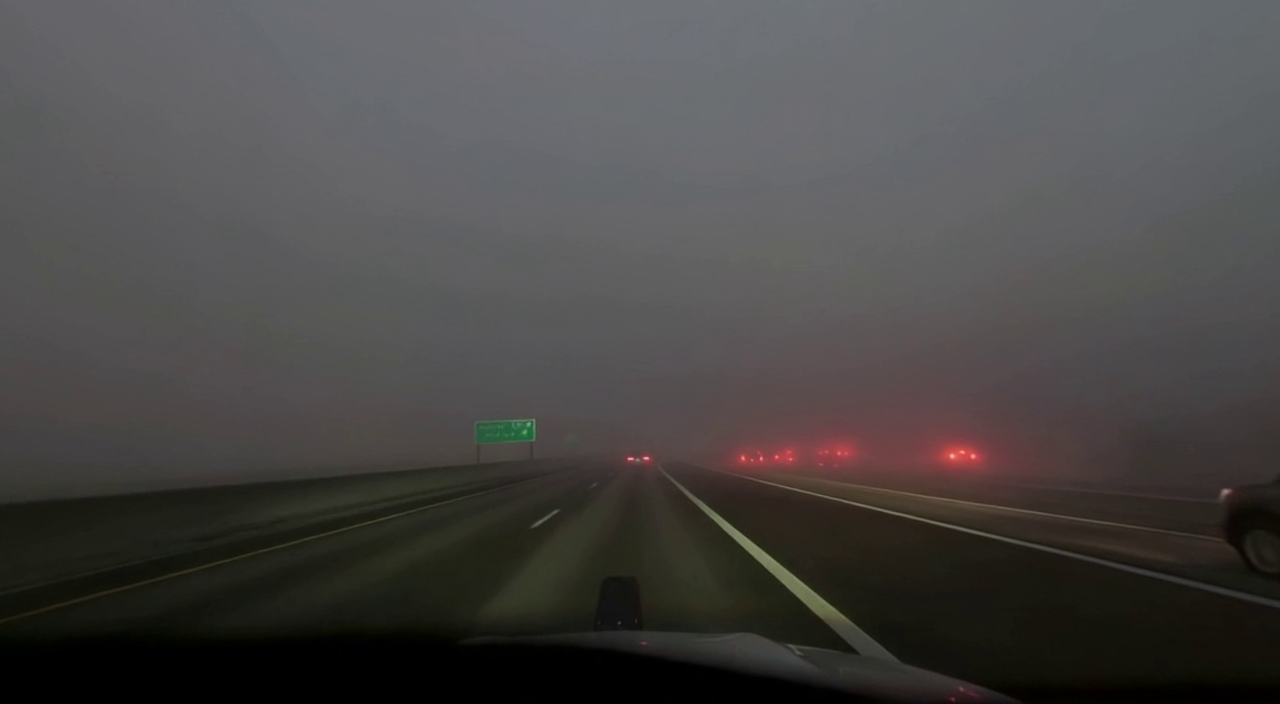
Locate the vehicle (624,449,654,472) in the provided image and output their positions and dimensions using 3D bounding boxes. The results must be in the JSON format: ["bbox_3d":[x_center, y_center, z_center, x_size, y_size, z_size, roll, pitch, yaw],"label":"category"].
[{"bbox_3d":[-0.054,7.706,44.791,2.025,1.526,4.181,0,-9,0],"label":"vehicle"}]

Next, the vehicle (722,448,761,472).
[{"bbox_3d":[6.718,7.182,41.838,1.941,1.485,3.701,0,-9,-1],"label":"vehicle"}]

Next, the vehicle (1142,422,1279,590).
[{"bbox_3d":[6.924,1.293,4.993,2.008,1.533,4.592,0,-9,0],"label":"vehicle"}]
